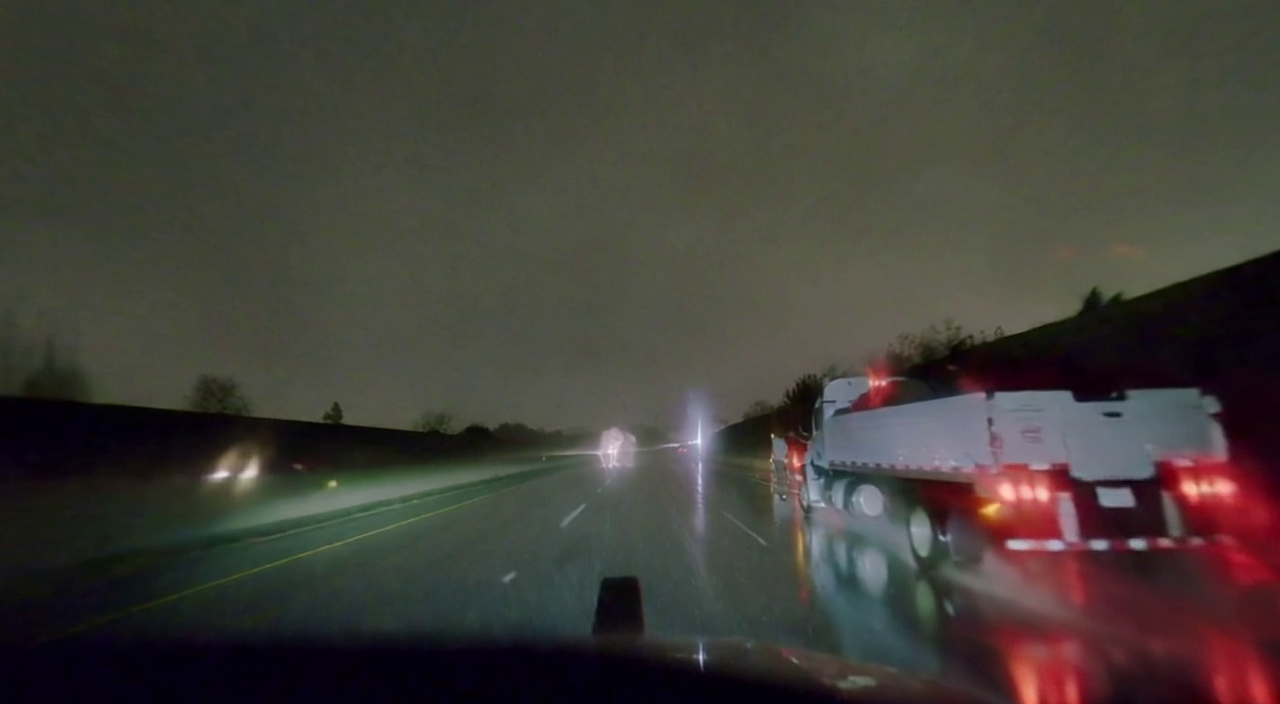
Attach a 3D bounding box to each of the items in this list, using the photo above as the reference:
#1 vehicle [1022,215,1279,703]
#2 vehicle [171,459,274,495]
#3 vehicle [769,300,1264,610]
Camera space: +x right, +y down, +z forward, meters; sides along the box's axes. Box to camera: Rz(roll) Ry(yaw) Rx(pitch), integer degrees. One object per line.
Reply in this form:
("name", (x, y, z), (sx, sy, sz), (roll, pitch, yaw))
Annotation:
("vehicle", (4.182, 0.536, 2.736), (2.215, 2.461, 4.234), (0, -9, -1))
("vehicle", (-19.626, 5.859, 29.801), (1.872, 1.509, 4.346), (-1, -9, 0))
("vehicle", (4.039, 1.431, 9.263), (2.436, 2.701, 7.451), (0, -9, -2))
